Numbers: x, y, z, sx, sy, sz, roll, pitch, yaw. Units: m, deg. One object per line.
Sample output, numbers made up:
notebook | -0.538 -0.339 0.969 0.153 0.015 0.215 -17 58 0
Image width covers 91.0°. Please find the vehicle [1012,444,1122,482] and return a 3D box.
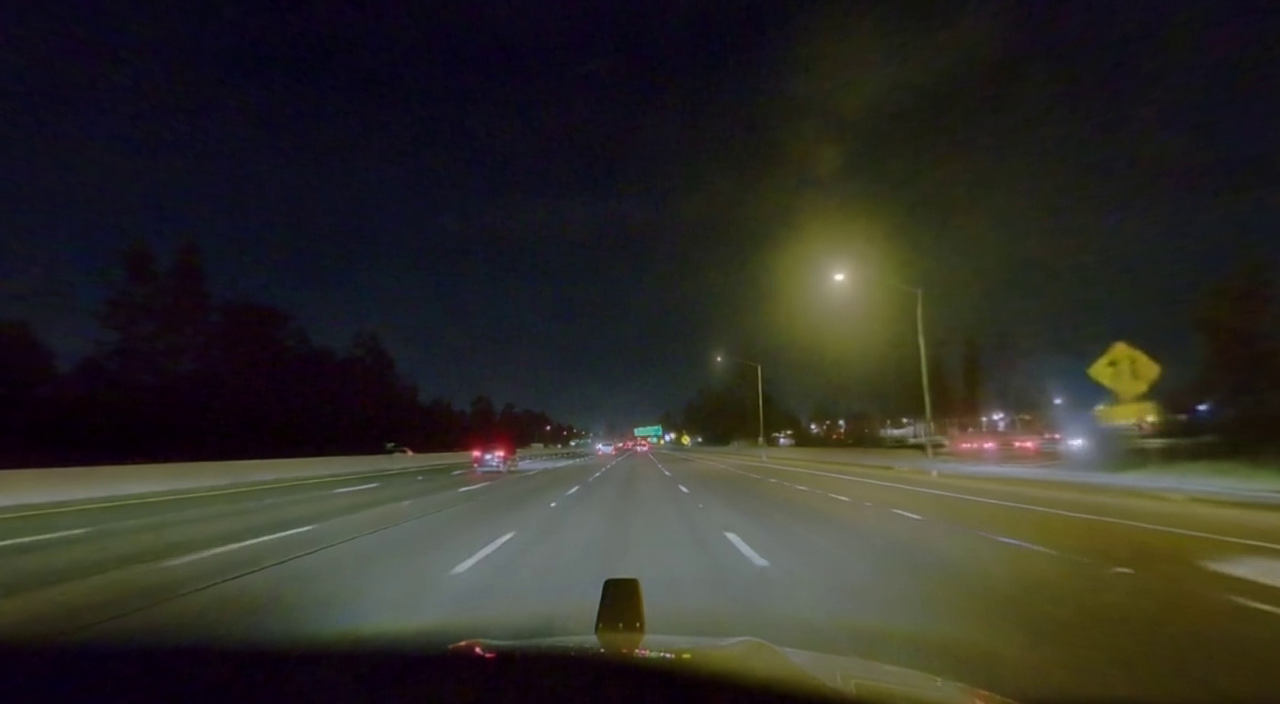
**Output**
vehicle | 19.234 4.975 28.668 1.989 1.529 4.791 1 -8 5

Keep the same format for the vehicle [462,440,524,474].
vehicle | -7.039 5.061 30.581 1.985 1.513 4.172 0 -9 1

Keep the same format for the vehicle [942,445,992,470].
vehicle | 22.057 7.101 42.637 2.011 1.550 4.792 -1 -8 15
